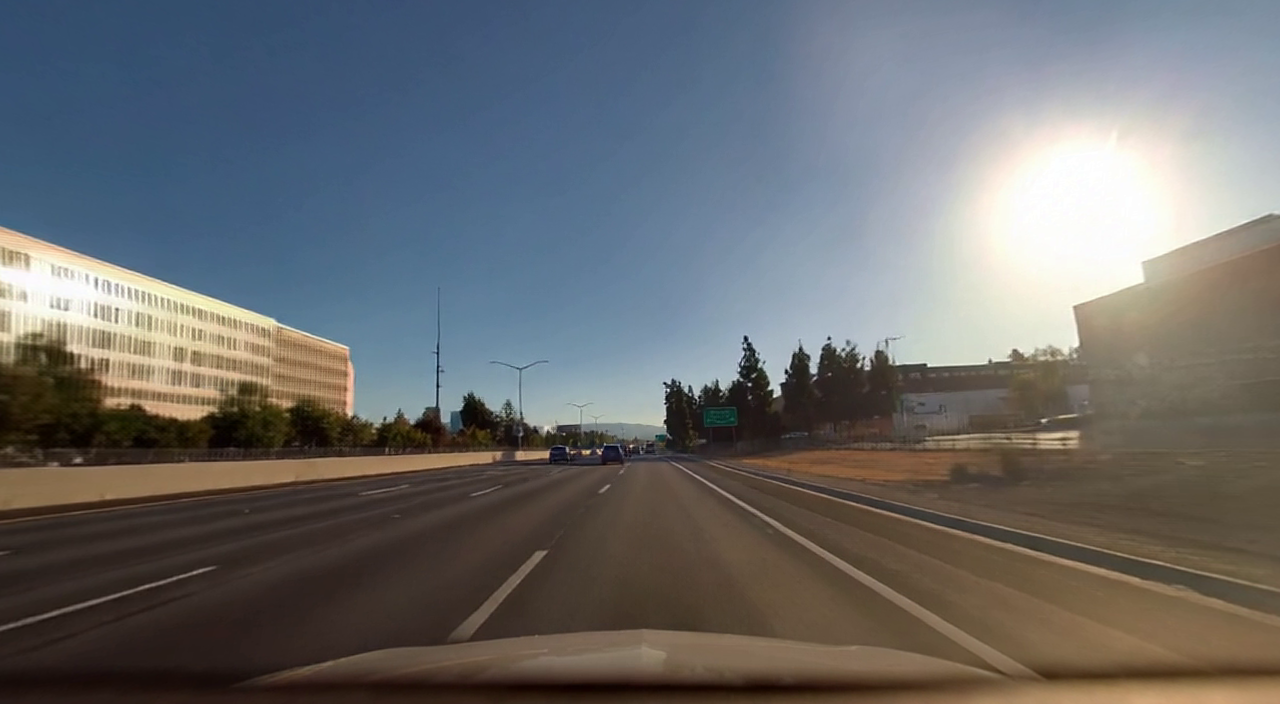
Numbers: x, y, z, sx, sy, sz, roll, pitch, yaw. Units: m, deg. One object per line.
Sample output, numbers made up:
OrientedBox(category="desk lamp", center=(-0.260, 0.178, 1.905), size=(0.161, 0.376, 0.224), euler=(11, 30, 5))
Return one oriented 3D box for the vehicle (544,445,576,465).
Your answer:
OrientedBox(category="vehicle", center=(-6.230, 8.069, 49.489), size=(1.936, 1.462, 4.388), euler=(0, -8, 1))
